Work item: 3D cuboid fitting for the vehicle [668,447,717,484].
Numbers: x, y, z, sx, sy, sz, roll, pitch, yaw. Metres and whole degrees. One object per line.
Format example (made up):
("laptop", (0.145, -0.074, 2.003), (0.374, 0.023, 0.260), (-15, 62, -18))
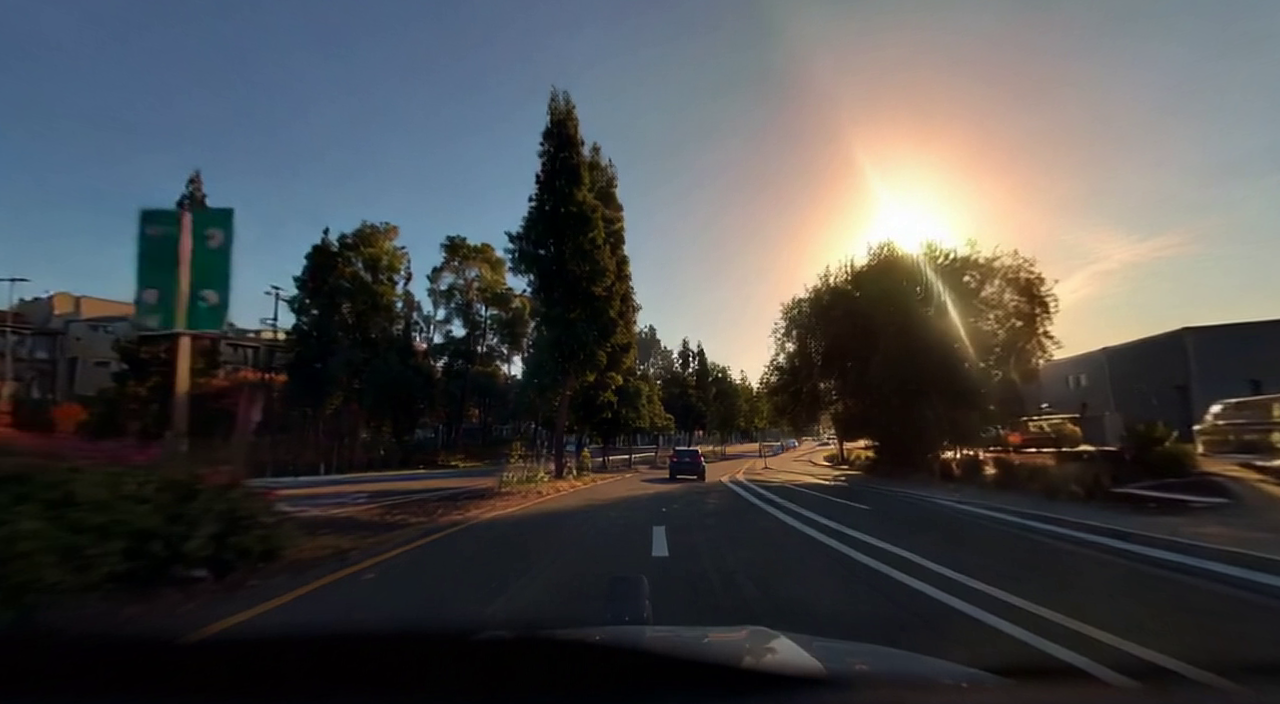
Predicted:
("vehicle", (2.302, 4.974, 28.023), (1.956, 1.473, 4.640), (-1, -8, 4))
